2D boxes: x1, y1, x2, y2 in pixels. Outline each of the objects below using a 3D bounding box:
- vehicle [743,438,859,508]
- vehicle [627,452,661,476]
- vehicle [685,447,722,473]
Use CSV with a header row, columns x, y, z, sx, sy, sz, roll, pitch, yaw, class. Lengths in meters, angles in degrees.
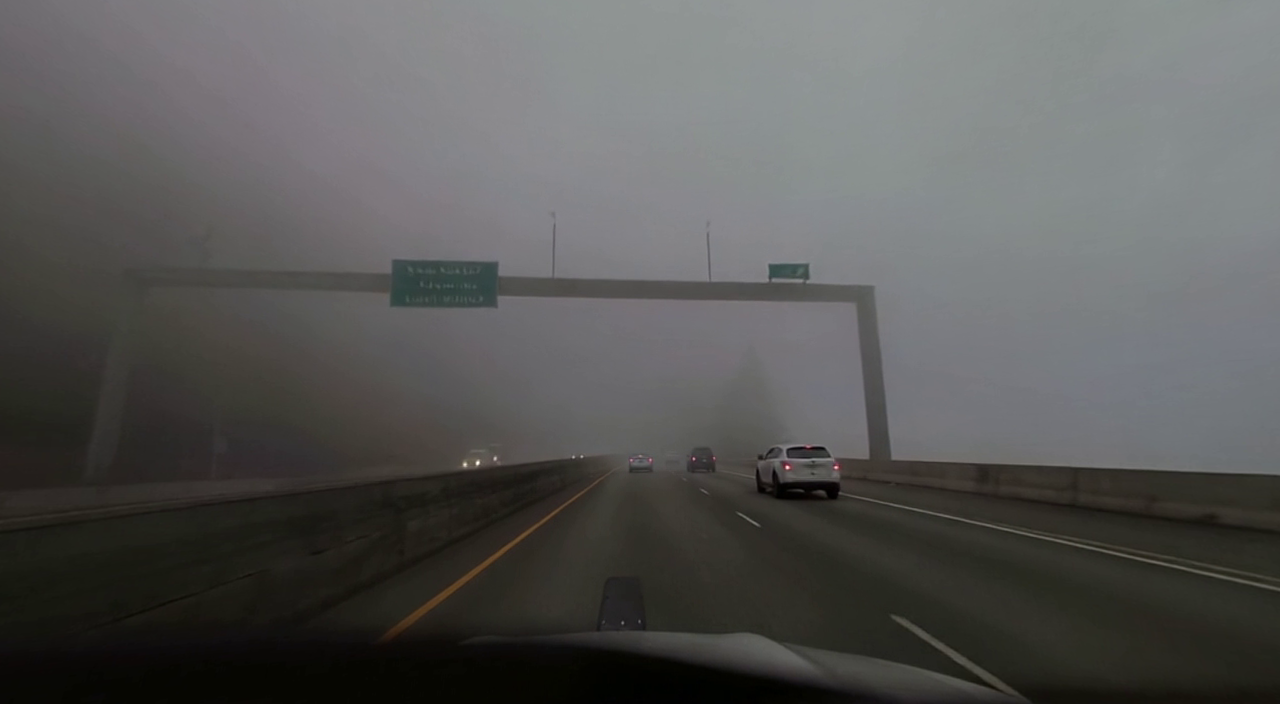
x,y,z,sx,sy,sz,roll,pitch,yaw,class
4.242,3.273,17.476,1.969,1.639,4.472,0,-9,-1,vehicle
0.237,6.826,38.620,2.012,1.320,3.777,0,-9,0,vehicle
4.181,7.161,41.872,1.935,1.594,3.981,0,-9,-1,vehicle
